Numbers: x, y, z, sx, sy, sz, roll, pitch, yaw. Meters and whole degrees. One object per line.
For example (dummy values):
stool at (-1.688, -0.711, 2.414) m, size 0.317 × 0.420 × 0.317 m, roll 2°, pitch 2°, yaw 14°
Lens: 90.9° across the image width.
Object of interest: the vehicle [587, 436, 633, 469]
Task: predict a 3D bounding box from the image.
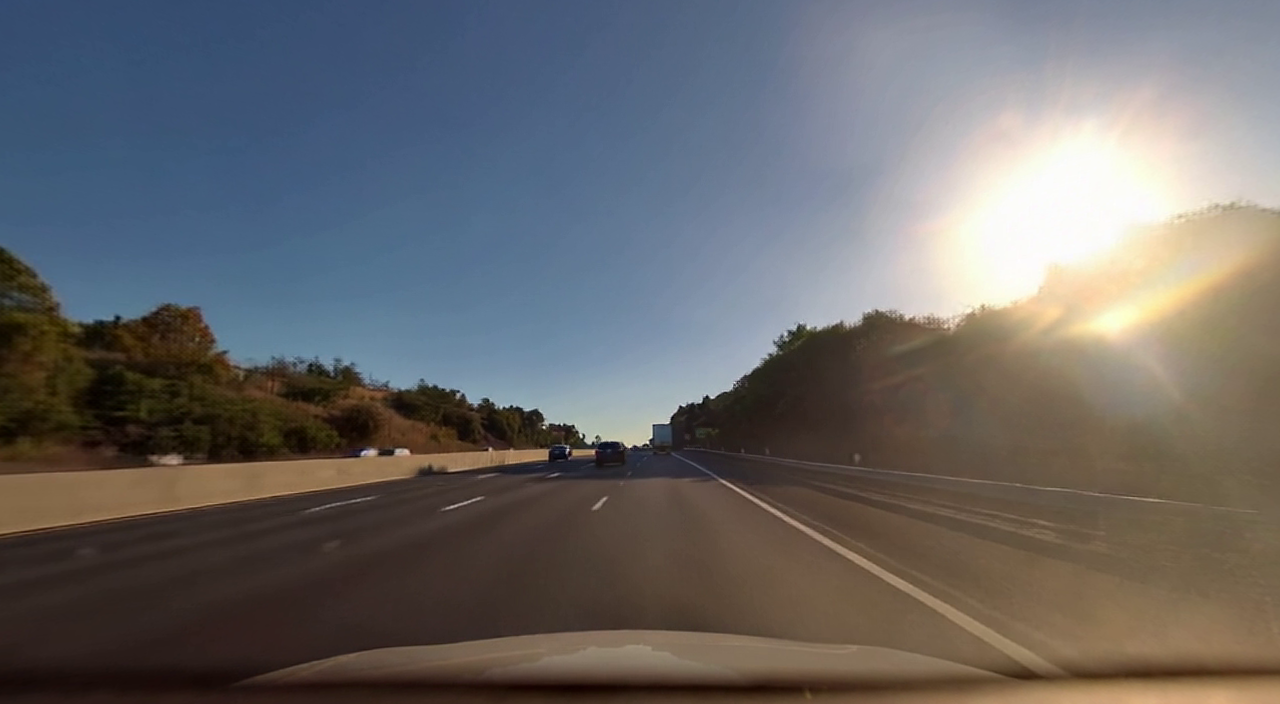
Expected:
vehicle at (-1.663, 5.873, 36.957) m, size 2.283 × 1.802 × 4.810 m, roll 0°, pitch -9°, yaw 3°

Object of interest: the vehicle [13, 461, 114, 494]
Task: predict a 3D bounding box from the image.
vehicle at (-30.838, 6.672, 33.888) m, size 1.740 × 1.553 × 3.840 m, roll 0°, pitch -8°, yaw 0°

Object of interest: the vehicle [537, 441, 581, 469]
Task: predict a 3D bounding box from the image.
vehicle at (-5.162, 6.625, 40.803) m, size 2.062 × 1.691 × 4.278 m, roll 0°, pitch -8°, yaw 2°

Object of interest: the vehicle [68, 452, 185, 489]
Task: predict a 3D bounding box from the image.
vehicle at (-27.185, 6.271, 33.661) m, size 2.068 × 1.767 × 4.794 m, roll 0°, pitch -8°, yaw 2°
